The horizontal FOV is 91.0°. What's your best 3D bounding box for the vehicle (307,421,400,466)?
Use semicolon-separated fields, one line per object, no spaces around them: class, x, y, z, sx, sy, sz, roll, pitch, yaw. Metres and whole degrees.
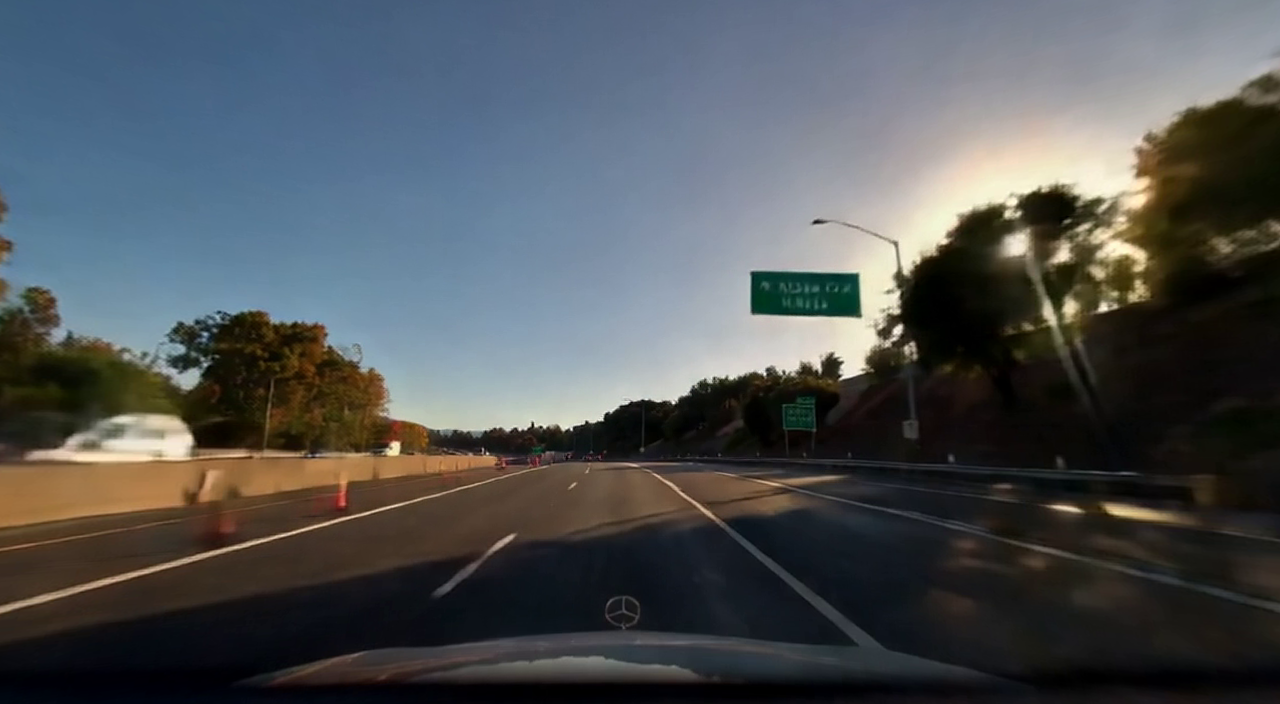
vehicle;-18.352;6.080;40.908;2.750;2.474;7.300;1;-11;-2

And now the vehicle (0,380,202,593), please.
vehicle;-7.416;1.204;5.477;2.690;1.995;6.270;0;-9;0
